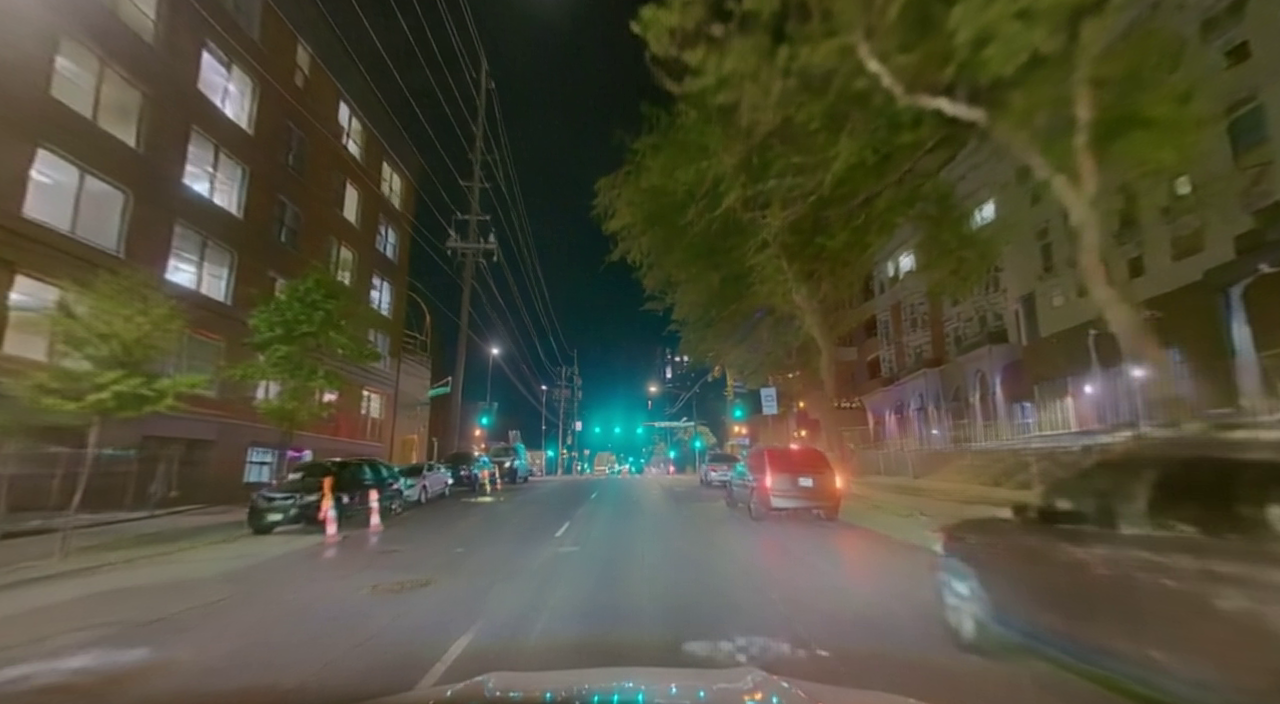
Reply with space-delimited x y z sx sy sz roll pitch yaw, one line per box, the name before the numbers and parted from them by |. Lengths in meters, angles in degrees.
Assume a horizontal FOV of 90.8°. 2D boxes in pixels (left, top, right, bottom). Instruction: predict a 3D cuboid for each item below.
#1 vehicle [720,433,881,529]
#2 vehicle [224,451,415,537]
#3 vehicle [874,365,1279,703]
vehicle | 3.250 2.723 14.080 2.141 1.737 5.009 0 -8 -2
vehicle | -6.472 2.870 13.436 1.968 1.450 4.271 0 -8 -3
vehicle | 3.184 1.058 3.324 2.155 1.648 4.282 0 -8 -1
